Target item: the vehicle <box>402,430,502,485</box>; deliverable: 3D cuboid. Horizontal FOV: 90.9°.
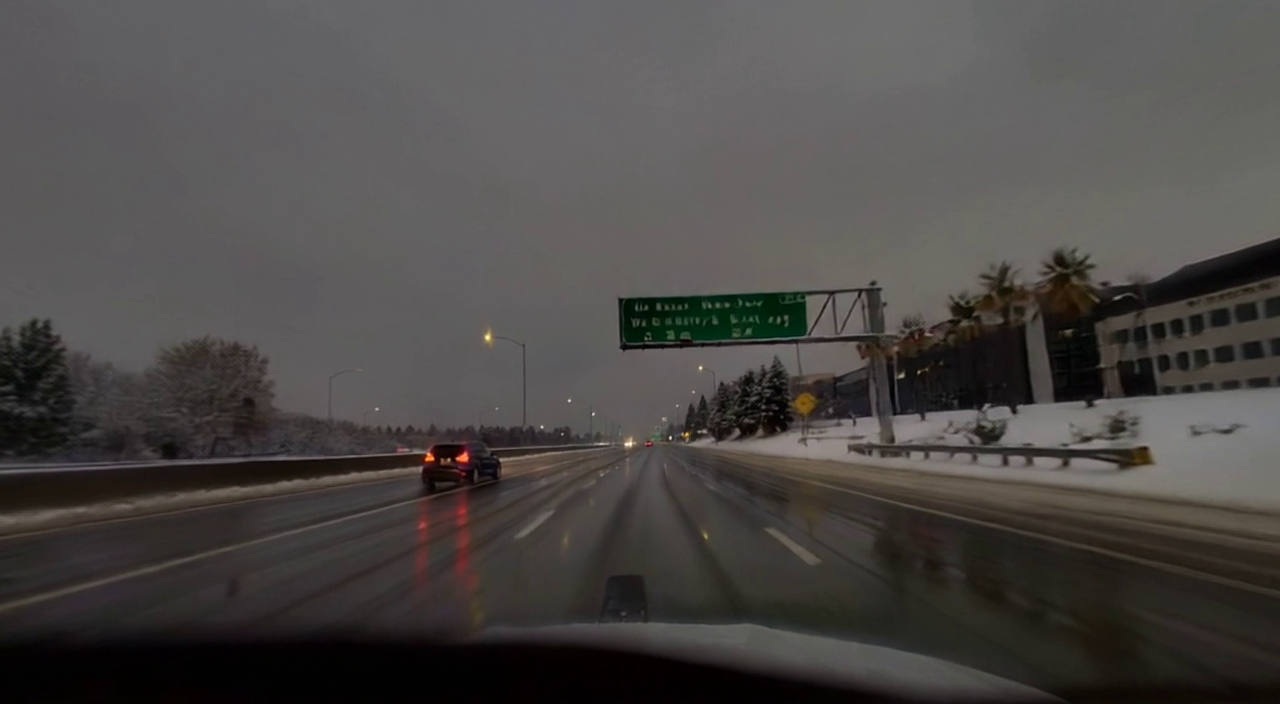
[{"bbox_3d":[-6.747,3.839,23.279,2.145,1.793,4.762,-1,-8,1],"label":"vehicle"}]
